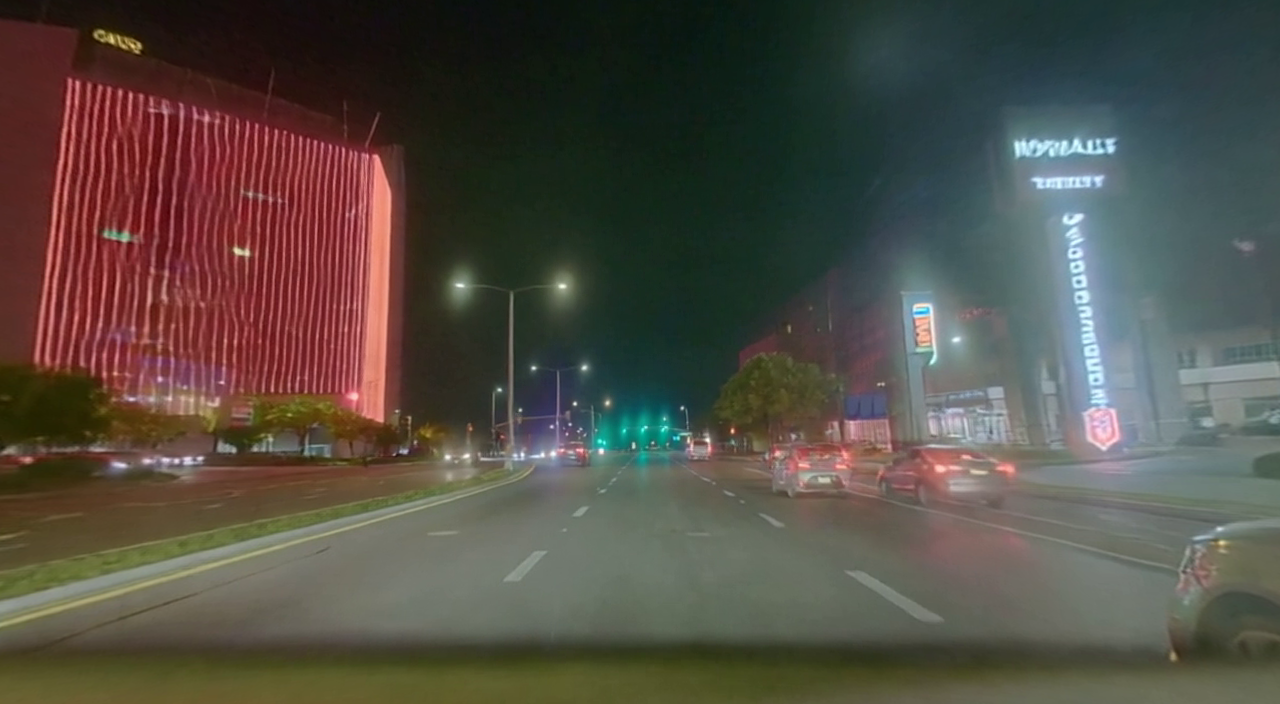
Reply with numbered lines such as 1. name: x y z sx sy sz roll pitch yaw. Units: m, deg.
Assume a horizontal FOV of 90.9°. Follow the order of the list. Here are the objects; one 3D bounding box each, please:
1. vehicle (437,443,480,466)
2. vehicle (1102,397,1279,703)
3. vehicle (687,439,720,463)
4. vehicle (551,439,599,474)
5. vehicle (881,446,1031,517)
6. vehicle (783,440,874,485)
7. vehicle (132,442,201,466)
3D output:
1. vehicle: -14.041 7.944 49.066 1.905 1.687 4.436 -1 -8 2
2. vehicle: 3.438 0.718 1.016 1.981 1.499 4.536 0 -8 1
3. vehicle: 4.687 7.433 47.288 2.007 1.683 4.171 0 -8 -1
4. vehicle: -3.026 4.947 30.007 1.917 1.511 4.436 0 -8 -1
5. vehicle: 7.324 2.992 15.051 1.654 1.440 3.647 0 -8 -1
6. vehicle: 7.358 4.331 25.133 1.918 1.598 4.536 0 -8 -4
7. vehicle: -34.571 7.437 46.120 1.810 1.606 3.988 -1 -8 2
